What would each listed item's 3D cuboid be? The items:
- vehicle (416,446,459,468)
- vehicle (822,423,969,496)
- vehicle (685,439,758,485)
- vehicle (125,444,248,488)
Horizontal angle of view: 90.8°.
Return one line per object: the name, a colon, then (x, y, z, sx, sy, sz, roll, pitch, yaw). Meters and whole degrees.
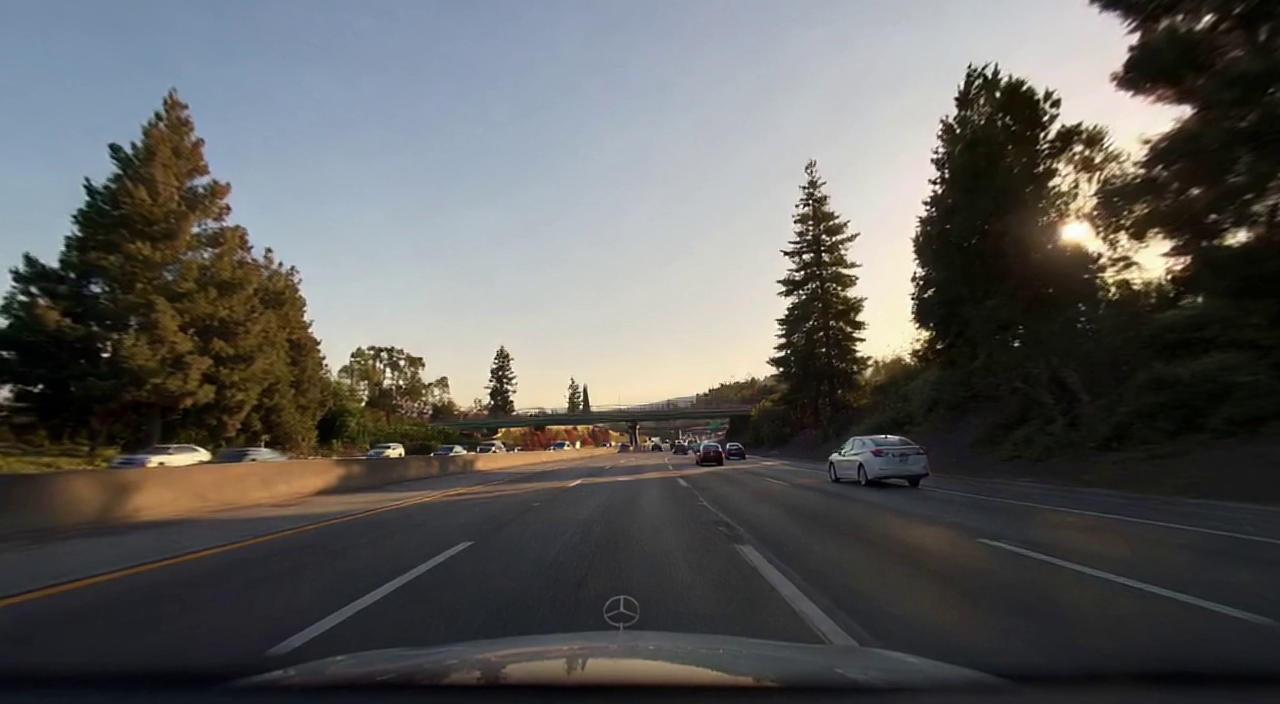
vehicle: (-15.610, 8.104, 48.903, 1.878, 1.609, 4.143, -1, -9, 1)
vehicle: (7.071, 3.044, 18.207, 2.087, 1.806, 4.946, 0, -9, -1)
vehicle: (2.805, 3.899, 22.669, 1.981, 1.471, 4.342, 0, -9, -1)
vehicle: (-19.308, 4.847, 27.196, 1.984, 1.702, 4.437, 0, -9, 0)
